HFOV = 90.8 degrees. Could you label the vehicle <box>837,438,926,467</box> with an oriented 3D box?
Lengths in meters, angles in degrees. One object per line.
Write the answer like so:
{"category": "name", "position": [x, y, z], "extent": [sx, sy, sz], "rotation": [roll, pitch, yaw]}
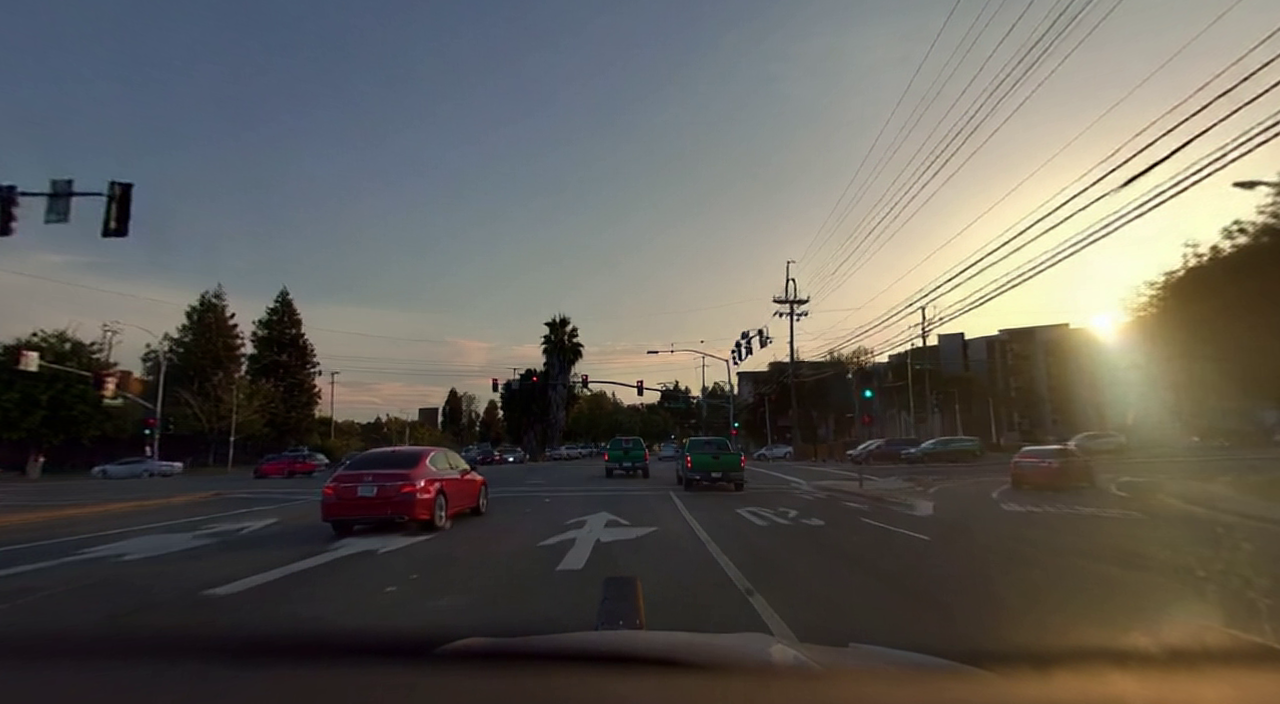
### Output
{"category": "vehicle", "position": [15.128, 6.329, 39.690], "extent": [4.681, 1.756, 2.109], "rotation": [2, -9, -10]}

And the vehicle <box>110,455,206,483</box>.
{"category": "vehicle", "position": [-27.367, 6.610, 35.902], "extent": [4.675, 1.471, 2.076], "rotation": [-3, -9, 21]}

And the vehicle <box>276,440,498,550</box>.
{"category": "vehicle", "position": [-4.012, 2.318, 11.039], "extent": [1.939, 1.494, 4.499], "rotation": [0, -9, 1]}

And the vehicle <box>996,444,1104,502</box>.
{"category": "vehicle", "position": [11.790, 3.446, 18.476], "extent": [2.212, 1.466, 4.126], "rotation": [-5, -10, 28]}

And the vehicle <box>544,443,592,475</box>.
{"category": "vehicle", "position": [-4.234, 6.406, 38.071], "extent": [2.273, 1.749, 4.385], "rotation": [0, -9, 1]}

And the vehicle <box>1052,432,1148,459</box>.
{"category": "vehicle", "position": [30.997, 6.349, 42.643], "extent": [4.848, 1.769, 2.301], "rotation": [1, -9, -9]}

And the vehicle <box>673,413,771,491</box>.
{"category": "vehicle", "position": [2.966, 3.938, 25.095], "extent": [2.905, 2.636, 6.895], "rotation": [0, -9, -1]}

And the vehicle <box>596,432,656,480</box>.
{"category": "vehicle", "position": [-0.560, 5.072, 31.077], "extent": [2.643, 2.145, 5.585], "rotation": [0, -9, 2]}

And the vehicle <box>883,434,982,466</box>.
{"category": "vehicle", "position": [17.104, 5.775, 37.045], "extent": [4.782, 1.768, 2.152], "rotation": [2, -9, -12]}
